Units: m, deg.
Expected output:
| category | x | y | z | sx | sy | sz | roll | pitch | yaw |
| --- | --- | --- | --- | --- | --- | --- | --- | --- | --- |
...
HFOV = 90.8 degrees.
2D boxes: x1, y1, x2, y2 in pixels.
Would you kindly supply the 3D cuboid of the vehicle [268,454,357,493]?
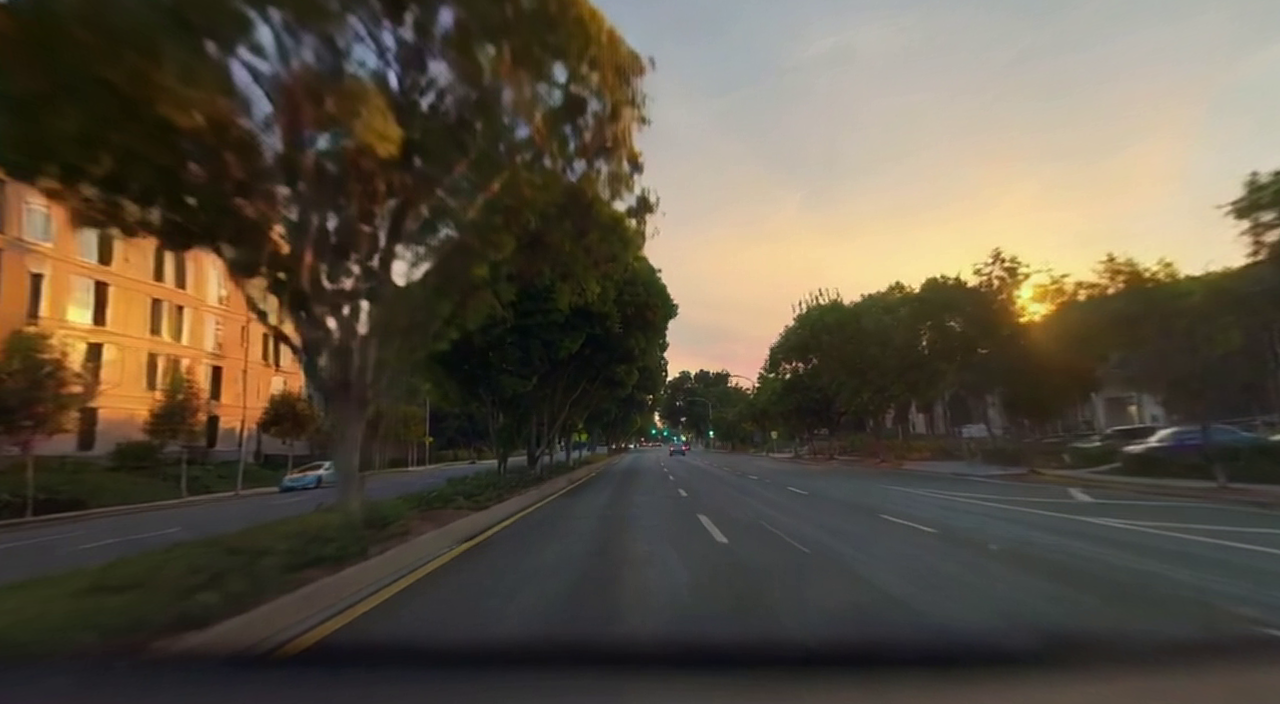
| category | x | y | z | sx | sy | sz | roll | pitch | yaw |
| --- | --- | --- | --- | --- | --- | --- | --- | --- | --- |
| vehicle | -15.927 | 5.904 | 31.009 | 1.975 | 1.629 | 4.491 | 0 | -8 | 0 |
